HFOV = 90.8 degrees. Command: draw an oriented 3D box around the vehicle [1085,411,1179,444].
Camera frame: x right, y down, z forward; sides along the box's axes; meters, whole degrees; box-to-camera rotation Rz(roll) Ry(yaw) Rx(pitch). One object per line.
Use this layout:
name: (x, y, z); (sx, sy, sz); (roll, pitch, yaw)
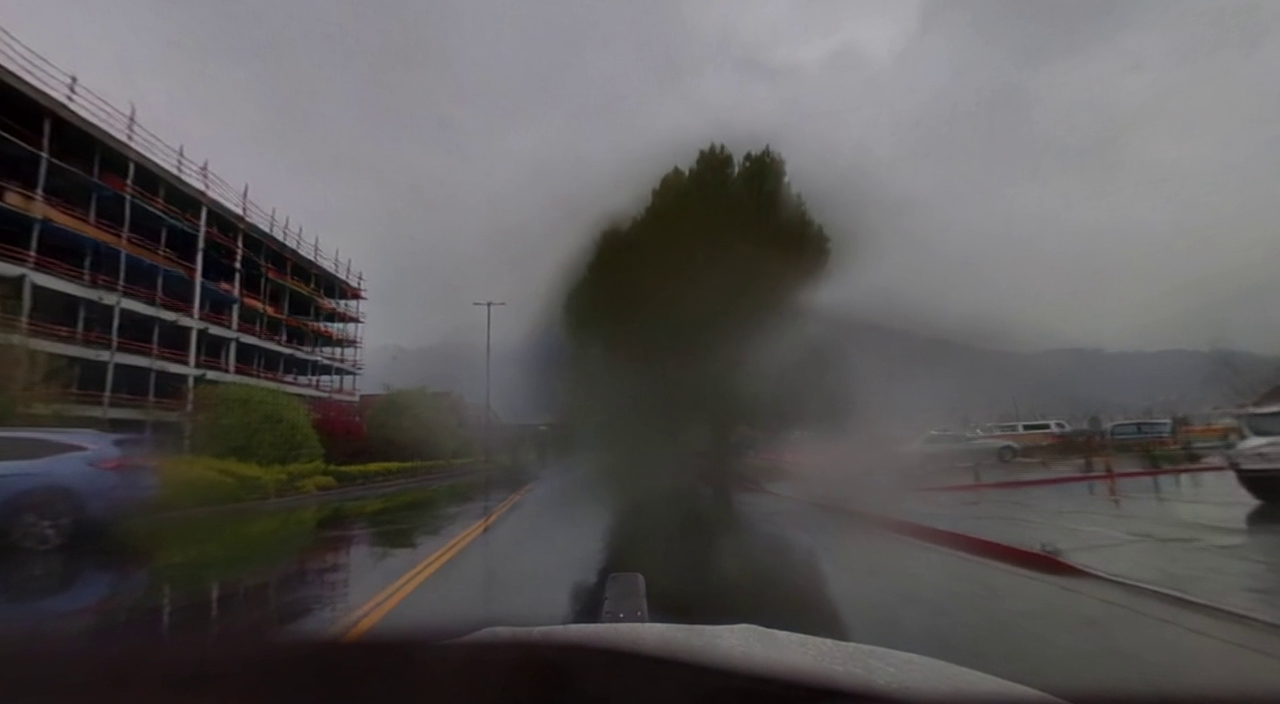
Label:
vehicle: (29.836, 4.659, 38.499); (1.923, 1.823, 4.343); (-1, -9, -6)

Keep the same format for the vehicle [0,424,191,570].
vehicle: (-9.184, 2.249, 10.463); (1.515, 2.074, 2.668); (0, -7, -3)

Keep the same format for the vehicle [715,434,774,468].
vehicle: (6.313, 6.120, 39.136); (2.267, 1.911, 5.816); (1, -9, -4)
